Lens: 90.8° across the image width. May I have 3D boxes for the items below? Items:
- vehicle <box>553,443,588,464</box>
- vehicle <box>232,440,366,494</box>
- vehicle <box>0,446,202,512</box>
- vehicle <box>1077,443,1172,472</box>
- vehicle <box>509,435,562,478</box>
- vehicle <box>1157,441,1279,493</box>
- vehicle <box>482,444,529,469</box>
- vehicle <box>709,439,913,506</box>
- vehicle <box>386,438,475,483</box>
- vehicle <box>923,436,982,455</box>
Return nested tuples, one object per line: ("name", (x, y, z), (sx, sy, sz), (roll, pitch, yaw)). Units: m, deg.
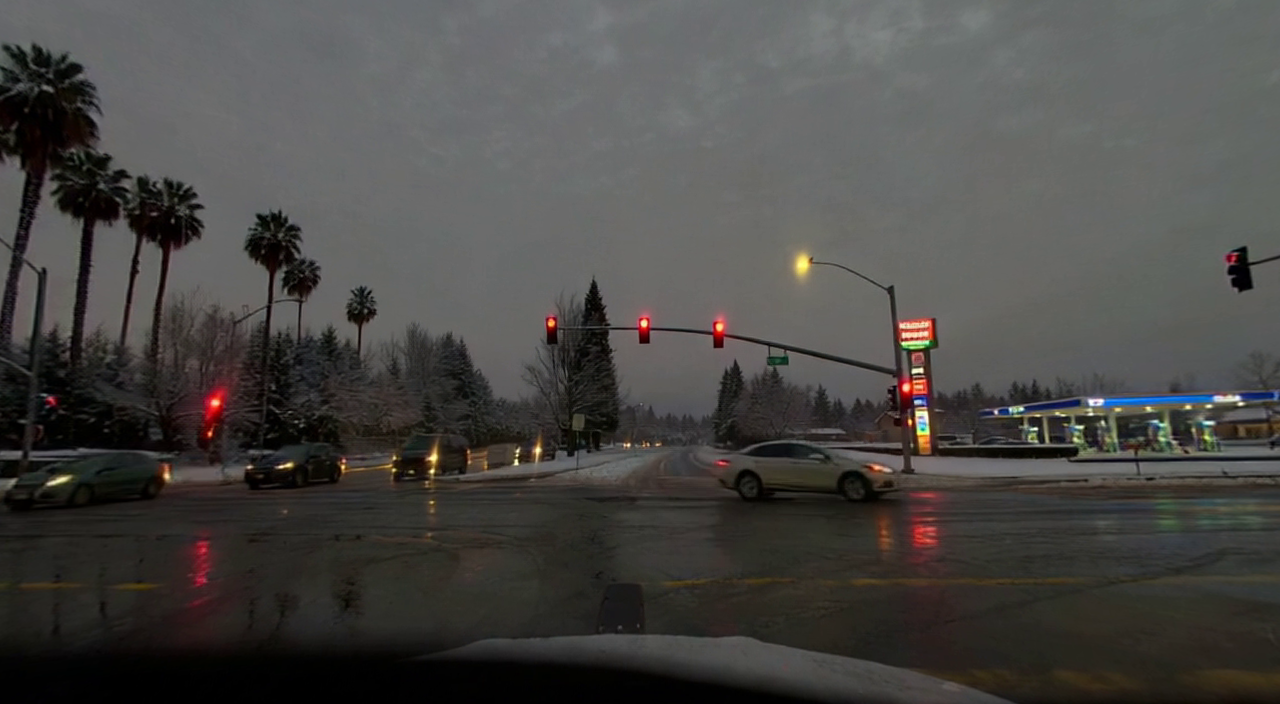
("vehicle", (-5.277, 7.787, 48.475), (2.079, 1.490, 5.064), (0, -9, 1))
("vehicle", (-11.865, 4.013, 22.460), (1.973, 1.712, 4.872), (0, -9, 0))
("vehicle", (-15.178, 3.492, 17.947), (2.099, 1.590, 4.625), (0, -9, 1))
("vehicle", (24.269, 5.294, 31.730), (3.474, 1.376, 1.538), (0, -9, -2))
("vehicle", (-4.752, 4.634, 28.179), (1.929, 1.719, 4.892), (2, -9, -13))
("vehicle", (18.709, 3.401, 18.821), (5.015, 1.446, 1.862), (0, -9, -3))
("vehicle", (-8.792, 6.893, 41.789), (2.034, 1.510, 4.647), (0, -9, 0))
("vehicle", (4.251, 2.959, 15.910), (4.579, 1.464, 1.983), (-5, -10, 29))
("vehicle", (-8.483, 4.442, 26.113), (2.124, 1.701, 4.551), (0, -9, 0))
("vehicle", (22.552, 6.758, 45.652), (3.356, 1.395, 1.559), (0, -9, -1))
